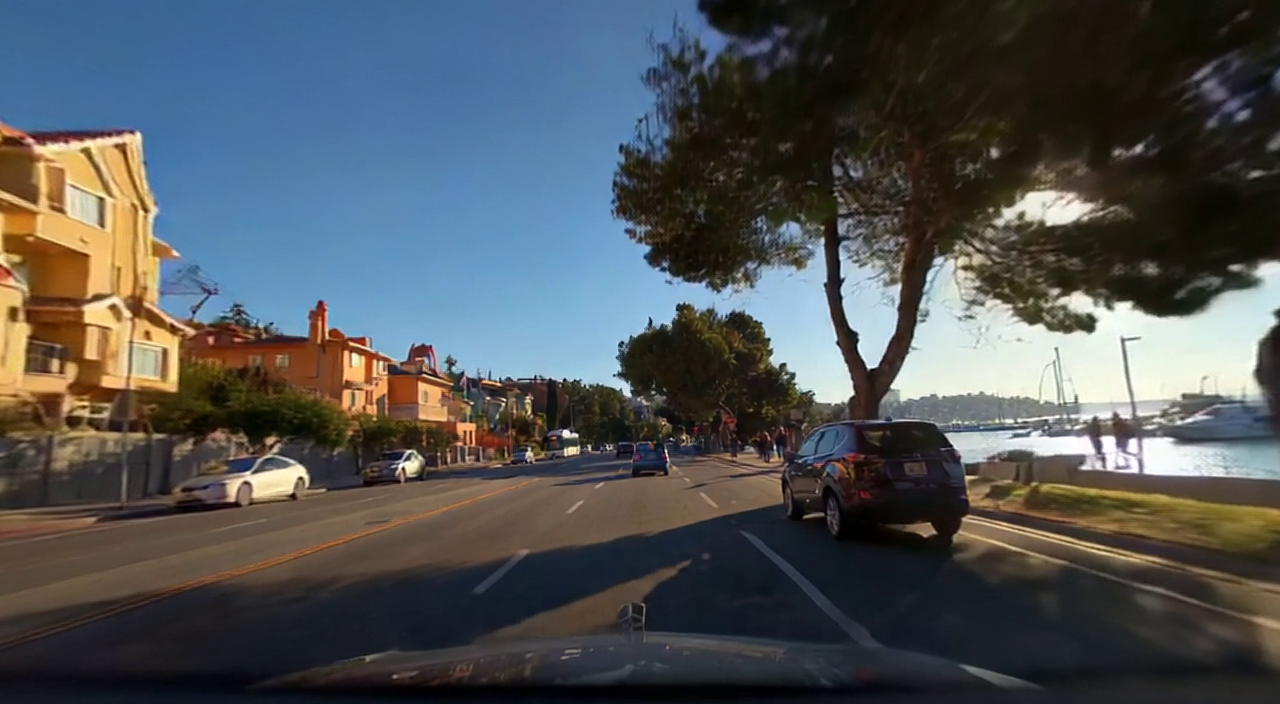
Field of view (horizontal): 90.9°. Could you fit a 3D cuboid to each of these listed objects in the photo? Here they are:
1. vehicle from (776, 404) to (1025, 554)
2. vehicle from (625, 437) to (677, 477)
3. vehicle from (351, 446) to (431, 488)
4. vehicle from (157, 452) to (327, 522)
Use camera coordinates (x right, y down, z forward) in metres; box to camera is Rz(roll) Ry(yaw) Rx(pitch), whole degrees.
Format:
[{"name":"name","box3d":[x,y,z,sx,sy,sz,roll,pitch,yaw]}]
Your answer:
[{"name":"vehicle","box3d":[3.649,1.869,9.923,2.000,1.809,4.405,0,-8,0]},{"name":"vehicle","box3d":[0.436,4.612,27.895,2.132,1.632,3.838,0,-8,0]},{"name":"vehicle","box3d":[-10.259,4.733,26.324,1.701,1.528,3.881,-1,-7,1]},{"name":"vehicle","box3d":[-10.340,3.485,16.810,2.025,1.465,3.959,-2,-8,-1]}]
